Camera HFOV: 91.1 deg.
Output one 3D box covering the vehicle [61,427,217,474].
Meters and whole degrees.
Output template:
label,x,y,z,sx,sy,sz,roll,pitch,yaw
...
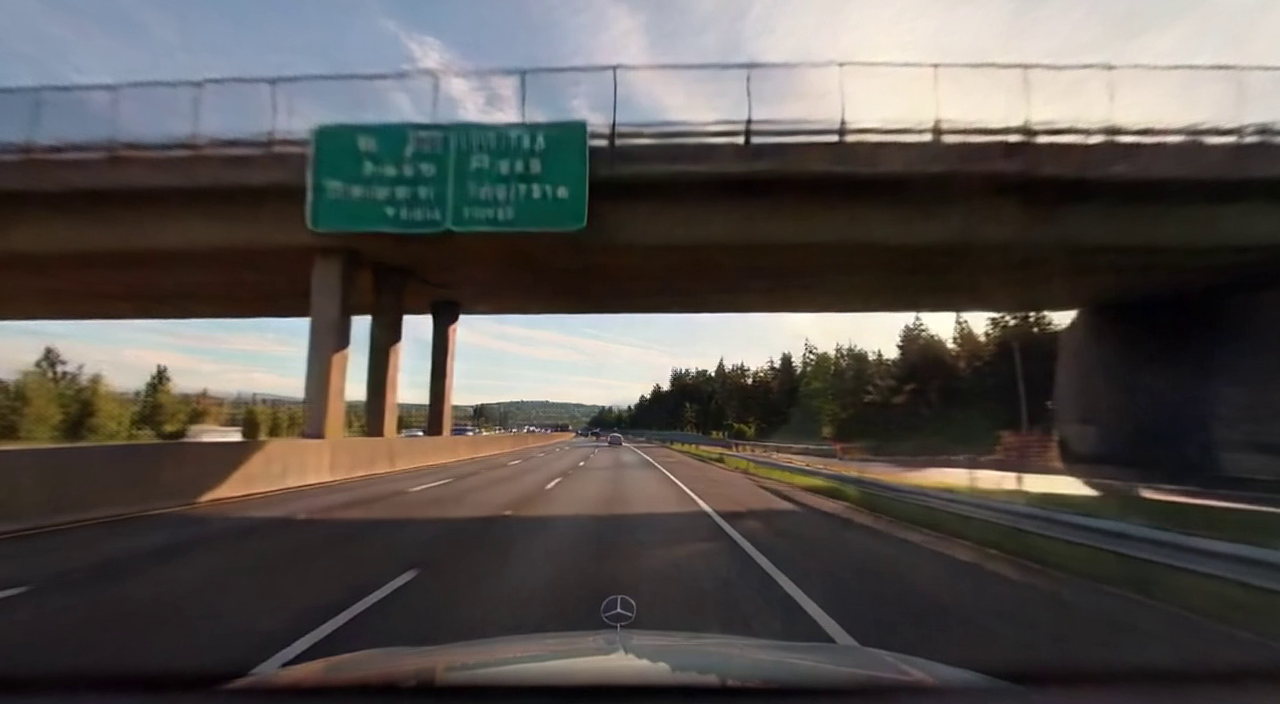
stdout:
label,x,y,z,sx,sy,sz,roll,pitch,yaw
vehicle,-17.574,3.467,22.418,1.995,1.476,4.462,0,-8,-2
